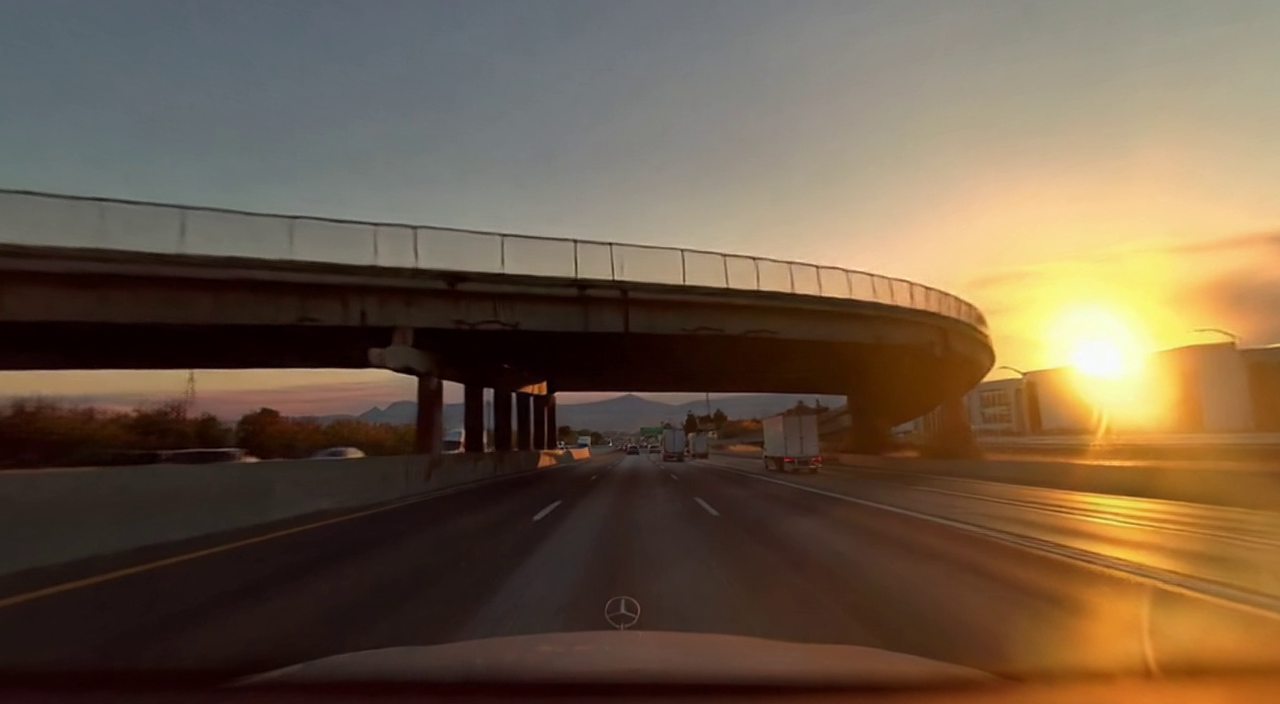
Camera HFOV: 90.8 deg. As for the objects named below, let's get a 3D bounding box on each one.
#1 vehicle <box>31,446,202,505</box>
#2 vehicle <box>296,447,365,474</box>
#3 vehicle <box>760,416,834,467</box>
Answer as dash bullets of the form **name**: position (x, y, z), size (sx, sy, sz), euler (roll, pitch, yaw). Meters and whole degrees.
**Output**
- **vehicle**: position (-13.654, 3.197, 16.767), size (1.541, 1.373, 3.408), euler (0, -9, 1)
- **vehicle**: position (-17.139, 6.010, 35.231), size (1.870, 1.399, 3.844), euler (0, -9, 0)
- **vehicle**: position (11.221, 6.605, 46.285), size (2.912, 3.293, 9.588), euler (0, -9, 0)
